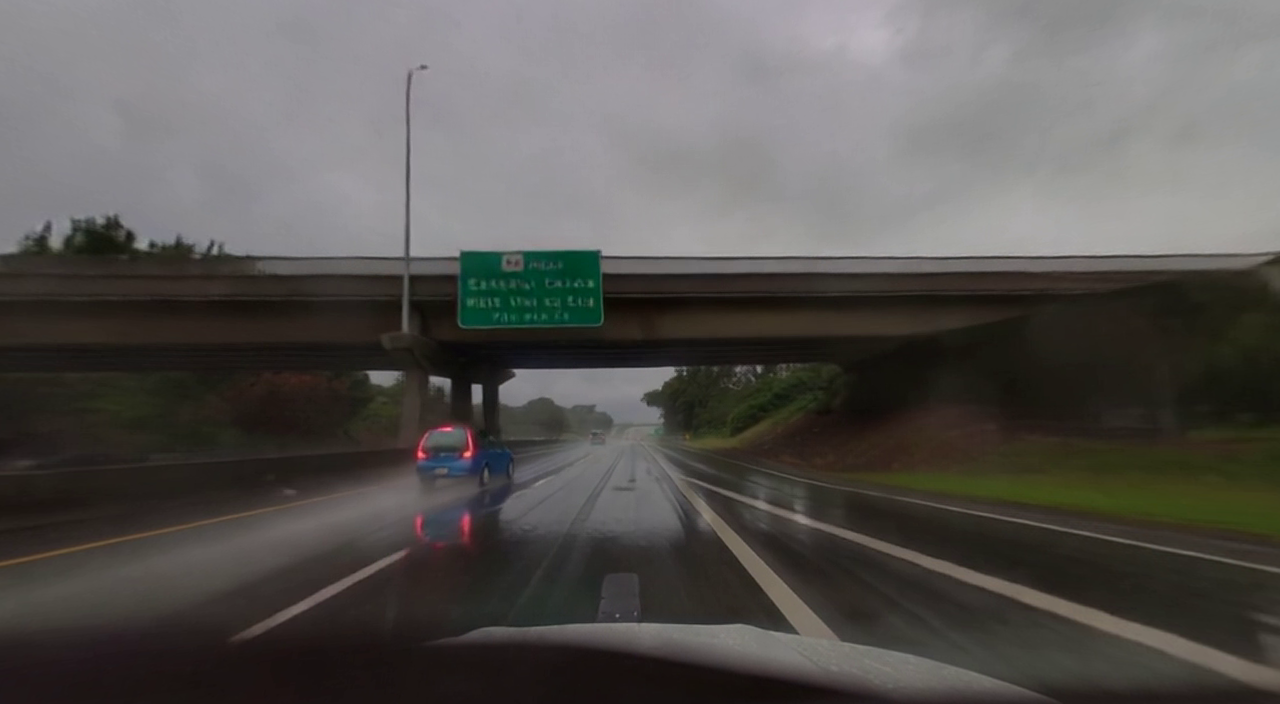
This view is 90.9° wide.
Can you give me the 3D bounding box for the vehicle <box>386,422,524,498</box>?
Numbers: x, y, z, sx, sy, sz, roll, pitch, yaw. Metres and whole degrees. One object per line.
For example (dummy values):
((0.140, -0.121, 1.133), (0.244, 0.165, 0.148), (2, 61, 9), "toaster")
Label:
((-4.431, 2.632, 15.939), (2.086, 1.624, 4.607), (0, -8, 0), "vehicle")
